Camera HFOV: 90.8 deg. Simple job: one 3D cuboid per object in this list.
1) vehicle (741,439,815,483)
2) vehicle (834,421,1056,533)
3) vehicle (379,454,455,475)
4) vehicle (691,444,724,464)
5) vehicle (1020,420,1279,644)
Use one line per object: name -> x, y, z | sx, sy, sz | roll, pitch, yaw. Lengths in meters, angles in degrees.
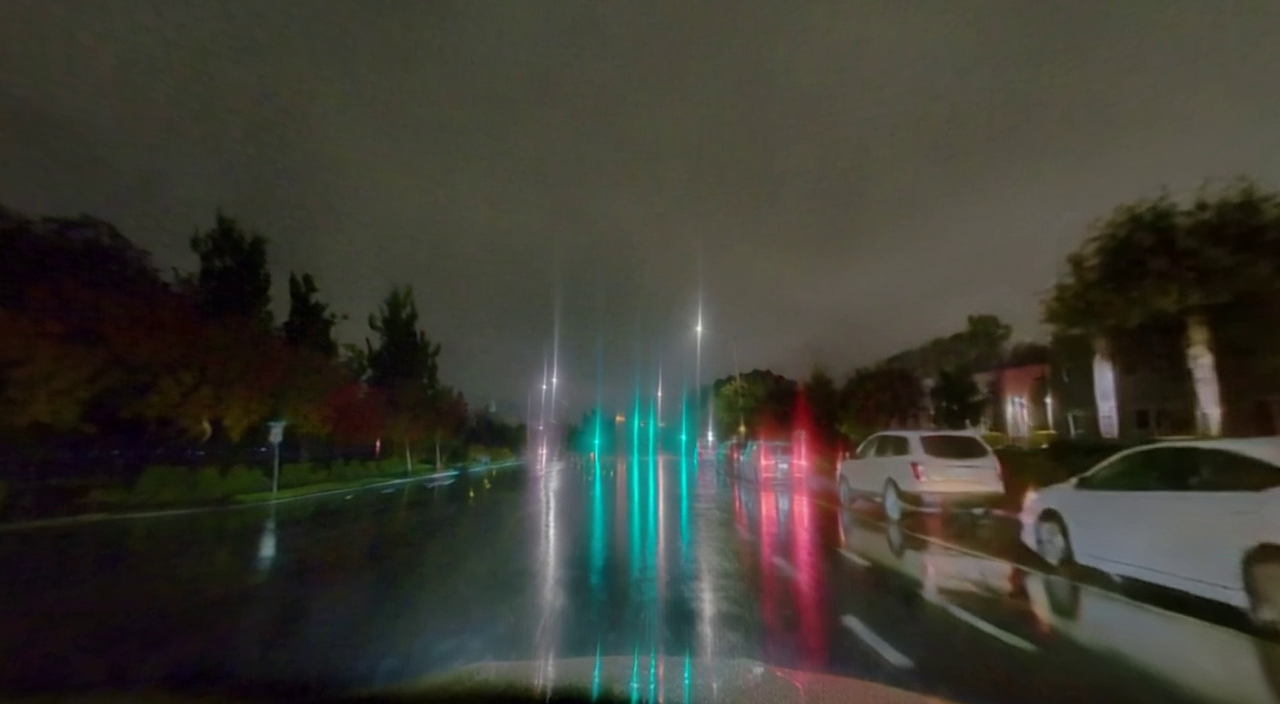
vehicle -> 5.221, 4.176, 24.462 | 1.837, 1.532, 3.886 | 0, -8, -2
vehicle -> 5.349, 2.233, 11.864 | 1.990, 1.694, 4.179 | 0, -8, -1
vehicle -> -16.372, 8.251, 46.499 | 4.826, 1.491, 2.086 | 0, -8, -2
vehicle -> 4.994, 7.588, 47.051 | 1.935, 1.433, 4.241 | 0, -8, -1
vehicle -> 5.432, 1.331, 5.161 | 1.974, 1.548, 4.160 | -3, -9, 0
